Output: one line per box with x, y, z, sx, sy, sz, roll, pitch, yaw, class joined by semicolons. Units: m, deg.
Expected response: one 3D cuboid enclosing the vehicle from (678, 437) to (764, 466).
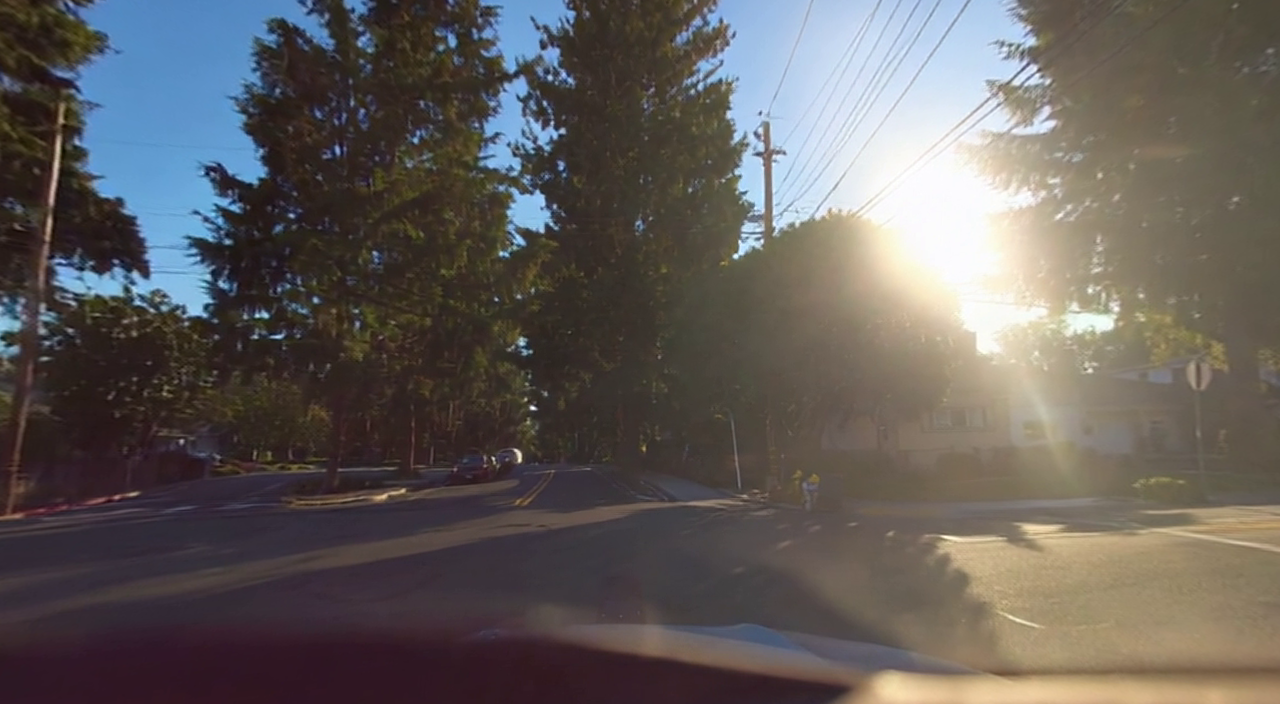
4.832;6.004;38.100;4.784;1.647;1.947;1;-8;-9;vehicle
